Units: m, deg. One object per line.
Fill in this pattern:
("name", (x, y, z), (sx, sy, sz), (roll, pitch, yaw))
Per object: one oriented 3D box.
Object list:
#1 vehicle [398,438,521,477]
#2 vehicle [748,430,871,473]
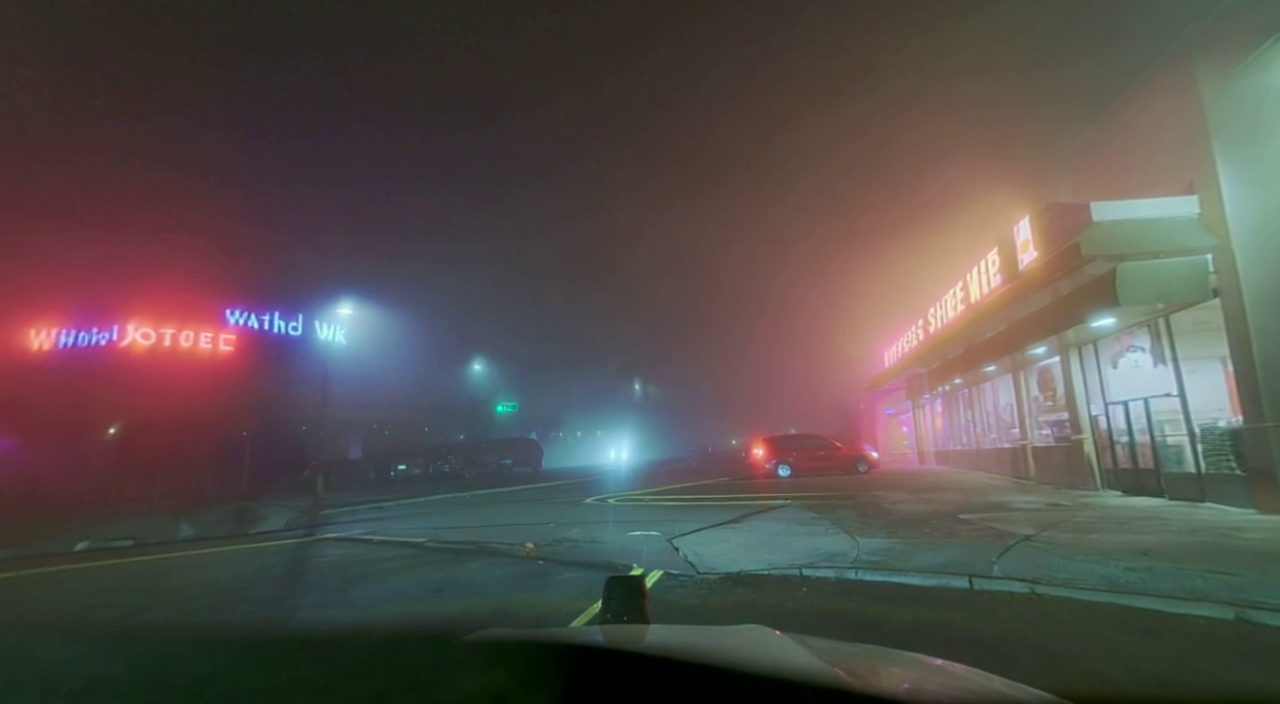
("vehicle", (-7.866, 4.615, 27.656), (4.814, 1.618, 1.869), (-2, -9, 11))
("vehicle", (7.174, 4.206, 26.781), (4.706, 1.663, 1.993), (-4, -9, 25))
